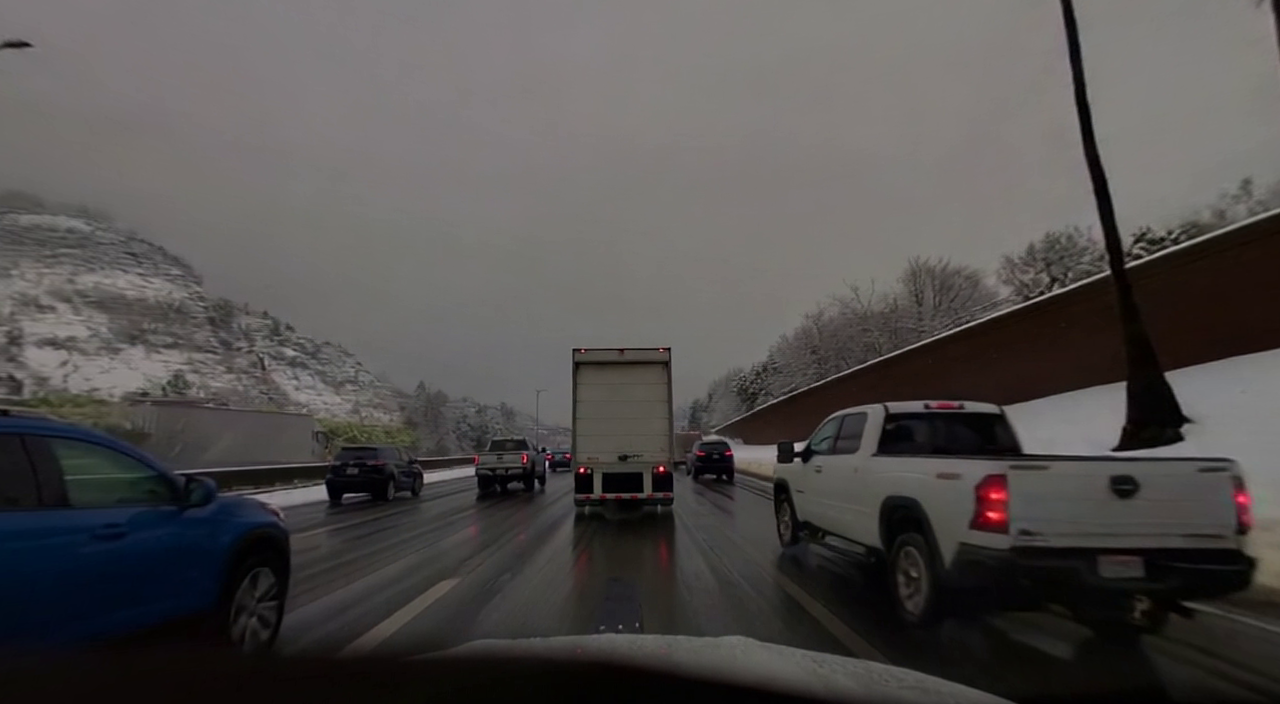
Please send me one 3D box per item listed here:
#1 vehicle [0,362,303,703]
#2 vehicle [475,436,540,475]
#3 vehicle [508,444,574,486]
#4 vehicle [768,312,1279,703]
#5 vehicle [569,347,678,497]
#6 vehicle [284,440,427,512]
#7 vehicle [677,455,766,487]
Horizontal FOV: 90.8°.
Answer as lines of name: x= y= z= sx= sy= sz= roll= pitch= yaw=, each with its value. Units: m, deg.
vehicle: x=-3.316 y=0.884 z=2.363 sx=1.885 sy=1.654 sz=4.103 roll=0 pitch=-9 yaw=-1
vehicle: x=-7.305 y=5.771 z=35.448 sx=2.344 sy=1.954 sz=5.579 roll=0 pitch=-9 yaw=1
vehicle: x=-3.761 y=4.369 z=24.815 sx=1.874 sy=1.475 sz=4.328 roll=0 pitch=-9 yaw=0
vehicle: x=2.630 y=1.184 z=4.801 sx=2.098 sy=1.827 sz=5.538 roll=0 pitch=-9 yaw=-1
vehicle: x=-0.391 y=2.676 z=22.428 sx=2.906 sy=4.040 sz=10.743 roll=0 pitch=-9 yaw=1
vehicle: x=-7.069 y=3.104 z=16.235 sx=1.766 sy=1.585 sz=4.094 roll=0 pitch=-9 yaw=-1
vehicle: x=2.977 y=4.568 z=24.665 sx=2.635 sy=1.036 sz=5.568 roll=0 pitch=-9 yaw=-1
